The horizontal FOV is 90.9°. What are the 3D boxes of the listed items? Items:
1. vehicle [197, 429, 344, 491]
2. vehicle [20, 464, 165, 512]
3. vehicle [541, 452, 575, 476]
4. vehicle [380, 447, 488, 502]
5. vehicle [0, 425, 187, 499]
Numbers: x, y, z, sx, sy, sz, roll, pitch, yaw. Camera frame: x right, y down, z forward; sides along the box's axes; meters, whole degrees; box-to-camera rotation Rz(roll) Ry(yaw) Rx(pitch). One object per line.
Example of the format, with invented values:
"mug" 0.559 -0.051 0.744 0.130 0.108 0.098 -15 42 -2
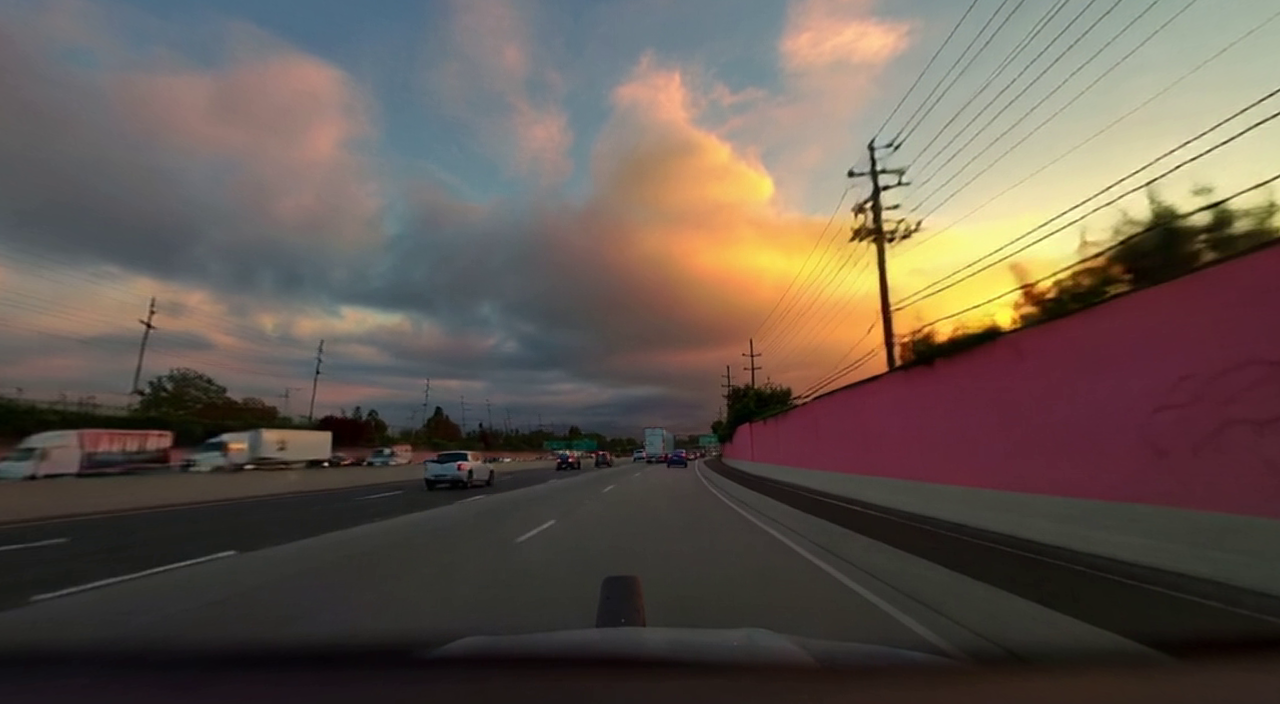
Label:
"vehicle" -21.957 6.518 38.387 2.878 3.290 9.214 -1 -9 3
"vehicle" -18.857 4.676 21.914 1.845 1.428 3.427 -1 -9 2
"vehicle" -5.354 7.351 41.354 1.708 1.489 2.840 -1 -9 4
"vehicle" -6.353 3.799 19.904 1.966 1.565 3.766 -1 -9 3
"vehicle" -26.294 5.229 30.426 2.532 3.078 7.751 -1 -9 4
